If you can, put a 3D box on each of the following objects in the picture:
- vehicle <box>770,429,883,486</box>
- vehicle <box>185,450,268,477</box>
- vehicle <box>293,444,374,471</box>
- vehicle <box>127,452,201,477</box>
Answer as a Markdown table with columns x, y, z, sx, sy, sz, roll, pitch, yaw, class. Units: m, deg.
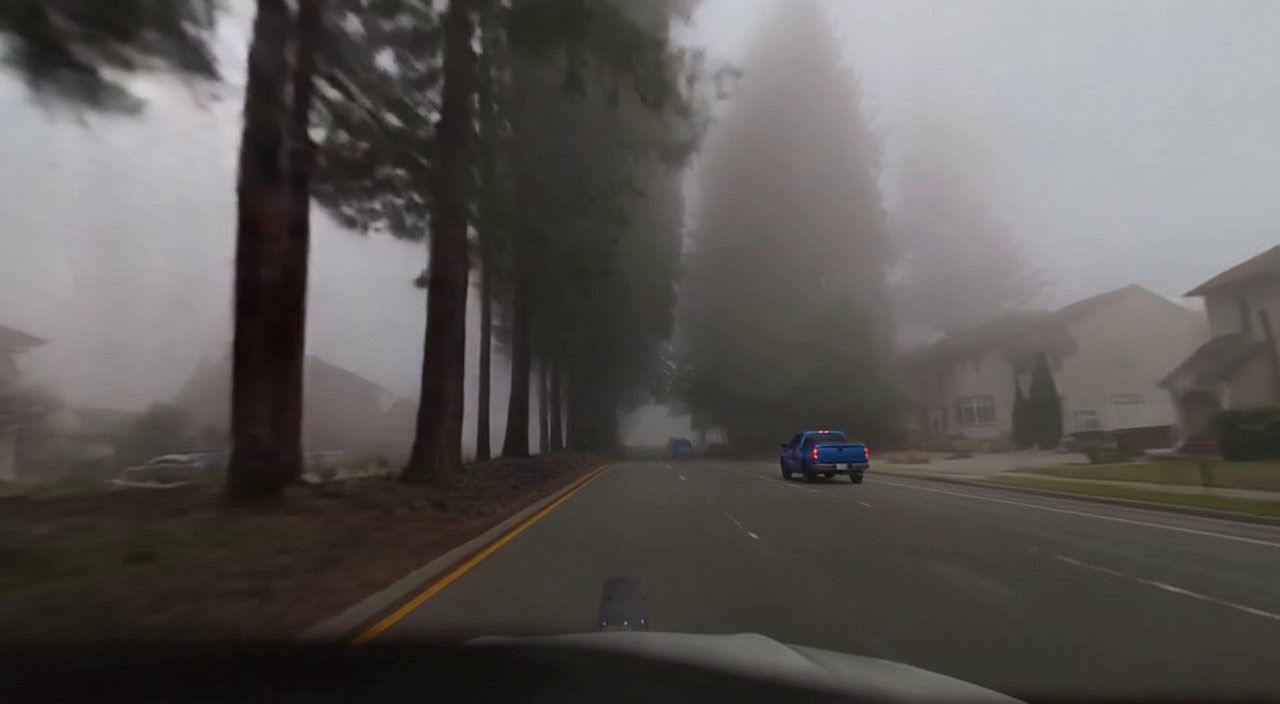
| x | y | z | sx | sy | sz | roll | pitch | yaw | class |
| --- | --- | --- | --- | --- | --- | --- | --- | --- | --- |
| 6.415 | 3.708 | 22.571 | 2.262 | 1.769 | 5.666 | 0 | -8 | -1 | vehicle |
| -30.735 | 8.263 | 46.864 | 5.297 | 1.831 | 2.122 | -2 | -9 | 16 | vehicle |
| -24.231 | 8.299 | 49.880 | 5.541 | 2.074 | 2.416 | -3 | -9 | 19 | vehicle |
| -36.274 | 8.543 | 48.081 | 4.128 | 1.570 | 1.995 | -4 | -7 | 5 | vehicle |
